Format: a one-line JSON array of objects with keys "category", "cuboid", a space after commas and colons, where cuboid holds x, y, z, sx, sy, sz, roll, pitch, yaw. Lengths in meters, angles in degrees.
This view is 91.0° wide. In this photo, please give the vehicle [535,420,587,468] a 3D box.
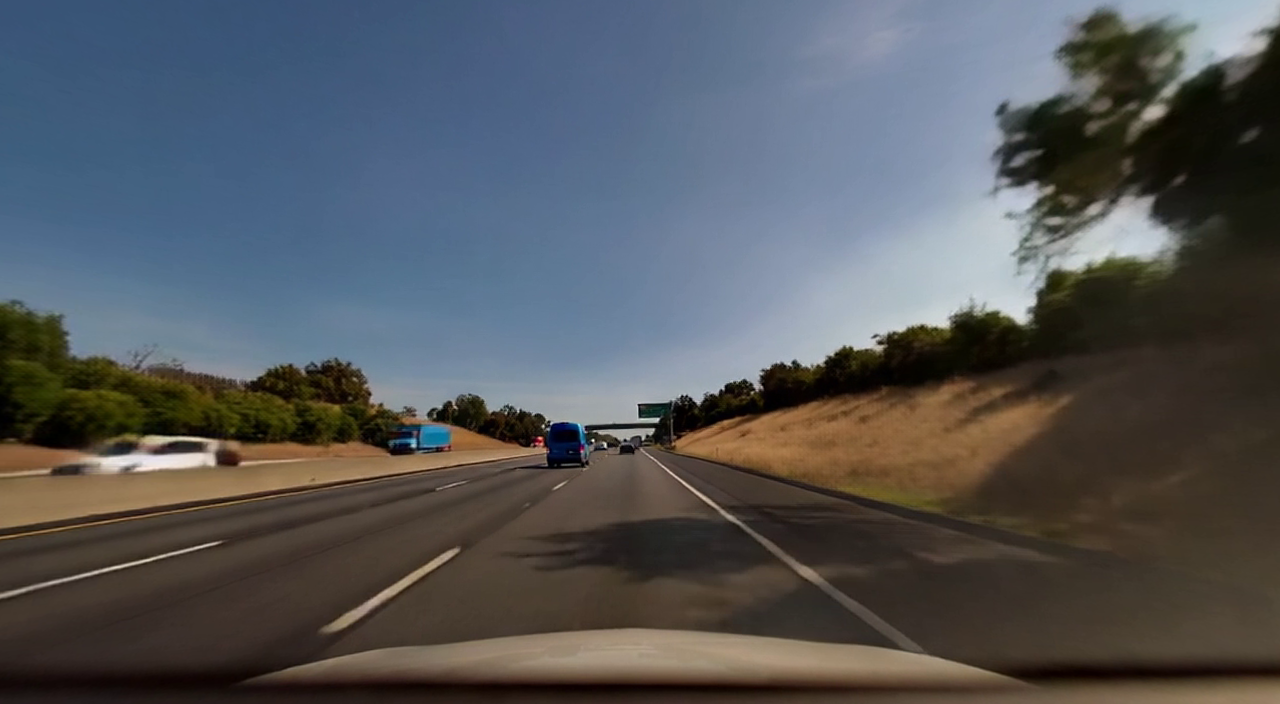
[{"category": "vehicle", "cuboid": [-4.353, 5.192, 35.607, 2.329, 2.483, 5.428, 0, -8, -1]}]
